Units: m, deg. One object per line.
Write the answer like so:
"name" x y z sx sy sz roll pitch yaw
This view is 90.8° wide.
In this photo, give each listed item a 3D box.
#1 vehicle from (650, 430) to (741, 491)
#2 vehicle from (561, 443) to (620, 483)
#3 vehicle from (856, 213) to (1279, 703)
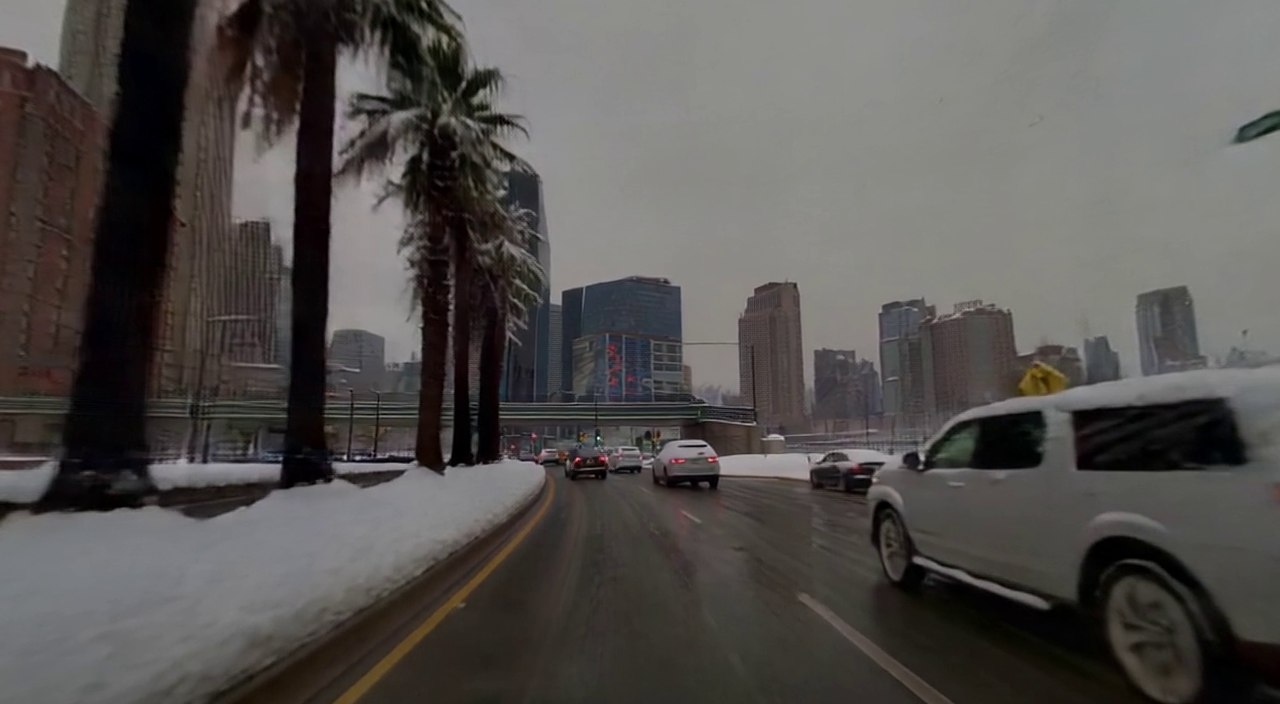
"vehicle" 1.866 3.962 23.455 2.407 1.991 5.130 1 -9 -6
"vehicle" -2.333 4.969 28.639 2.332 1.625 4.933 1 -9 -8
"vehicle" 3.531 0.802 3.836 2.434 2.171 5.098 0 -9 -2
